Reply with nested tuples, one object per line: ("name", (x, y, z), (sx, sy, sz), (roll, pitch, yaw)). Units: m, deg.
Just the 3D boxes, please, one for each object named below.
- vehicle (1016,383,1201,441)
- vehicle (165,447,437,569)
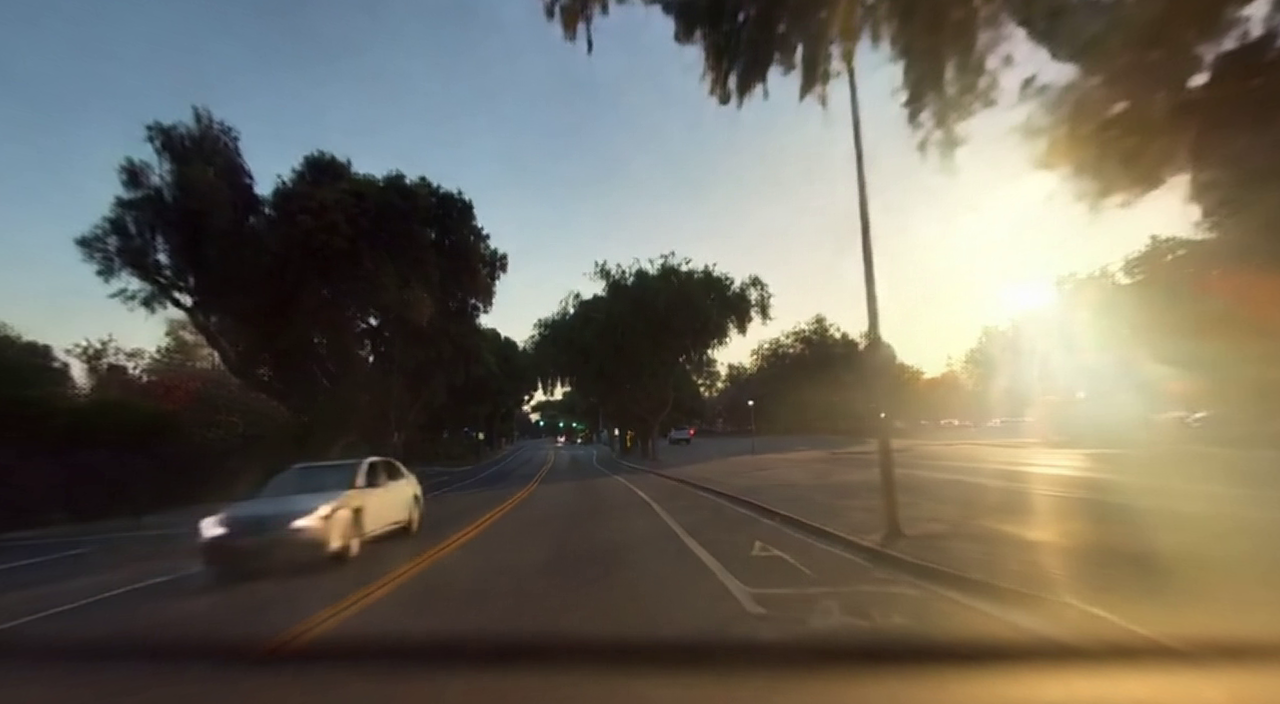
("vehicle", (28.694, 3.739, 38.921), (8.774, 3.004, 2.914), (-3, -7, 2))
("vehicle", (-5.042, 2.332, 10.313), (2.125, 1.440, 4.450), (-1, -8, -2))
